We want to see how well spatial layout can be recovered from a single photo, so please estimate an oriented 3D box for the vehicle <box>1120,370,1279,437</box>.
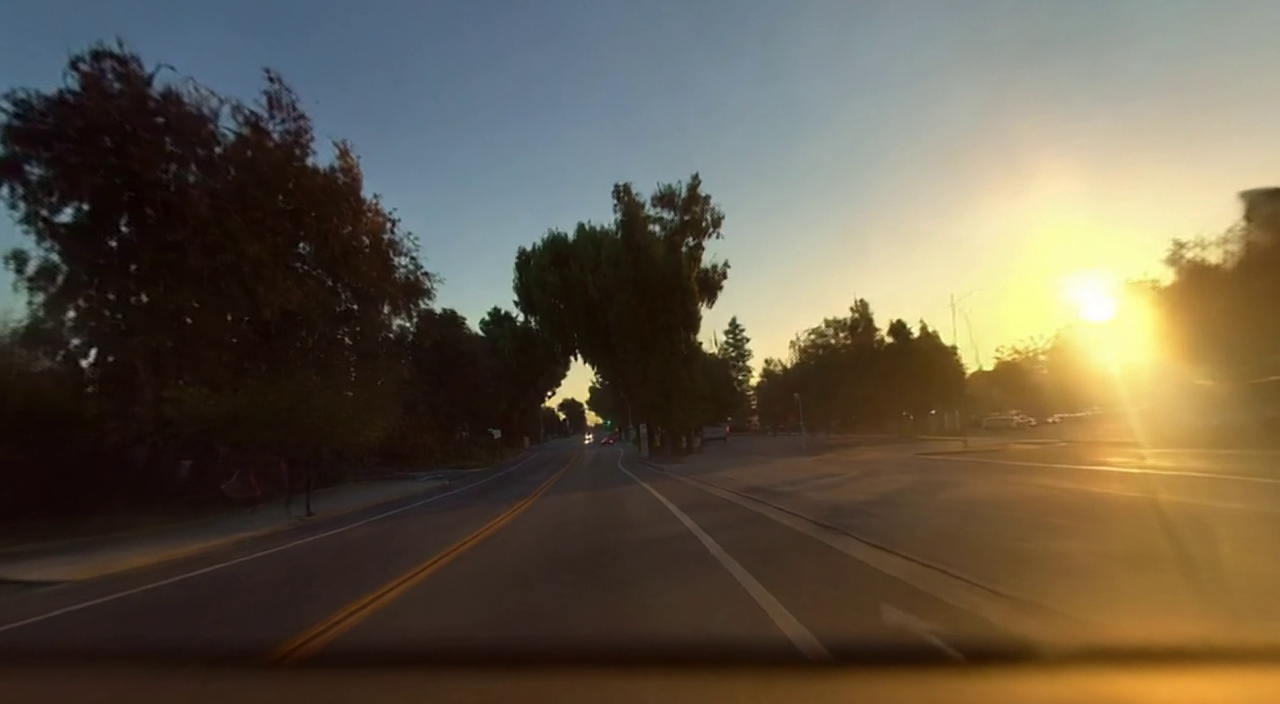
[{"bbox_3d":[30.327,2.643,32.194,8.774,3.004,2.914,-3,-8,5],"label":"vehicle"}]
